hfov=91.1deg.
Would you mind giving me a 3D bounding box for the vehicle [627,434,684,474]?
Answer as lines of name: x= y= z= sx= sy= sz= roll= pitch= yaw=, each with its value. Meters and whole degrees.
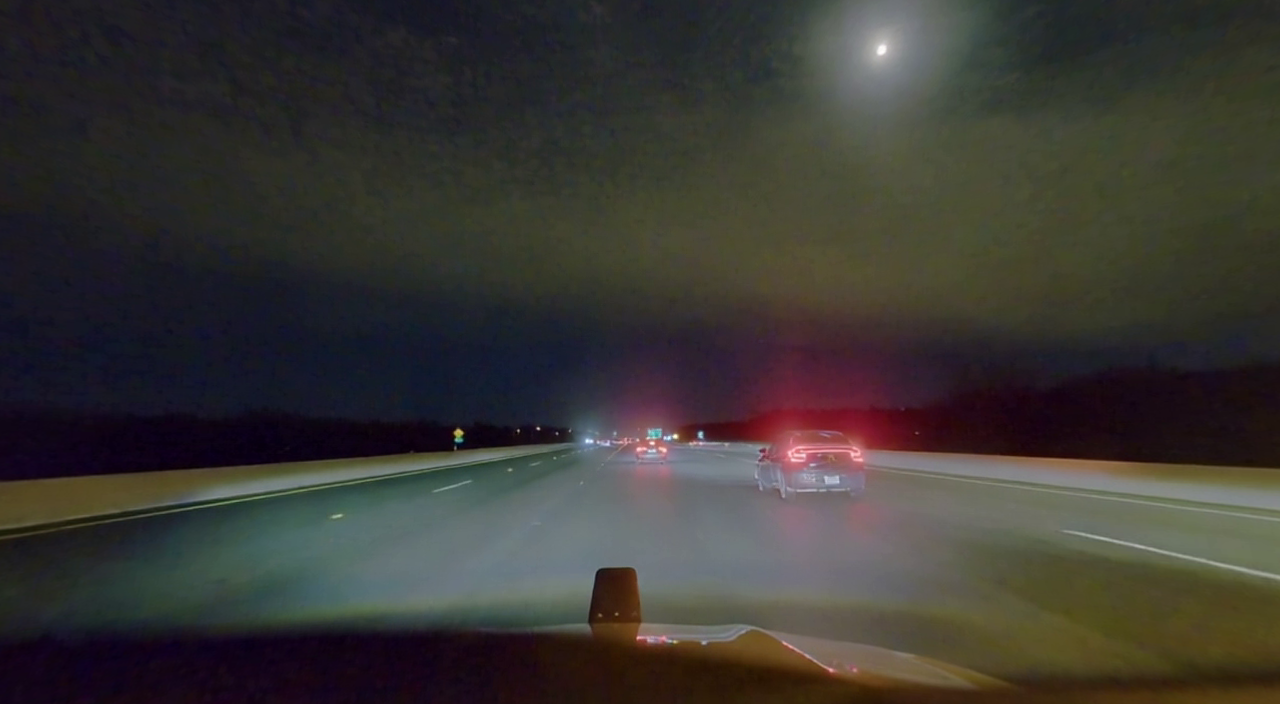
vehicle: x=0.532 y=3.987 z=24.886 sx=2.046 sy=1.467 sz=3.844 roll=0 pitch=-8 yaw=-1
